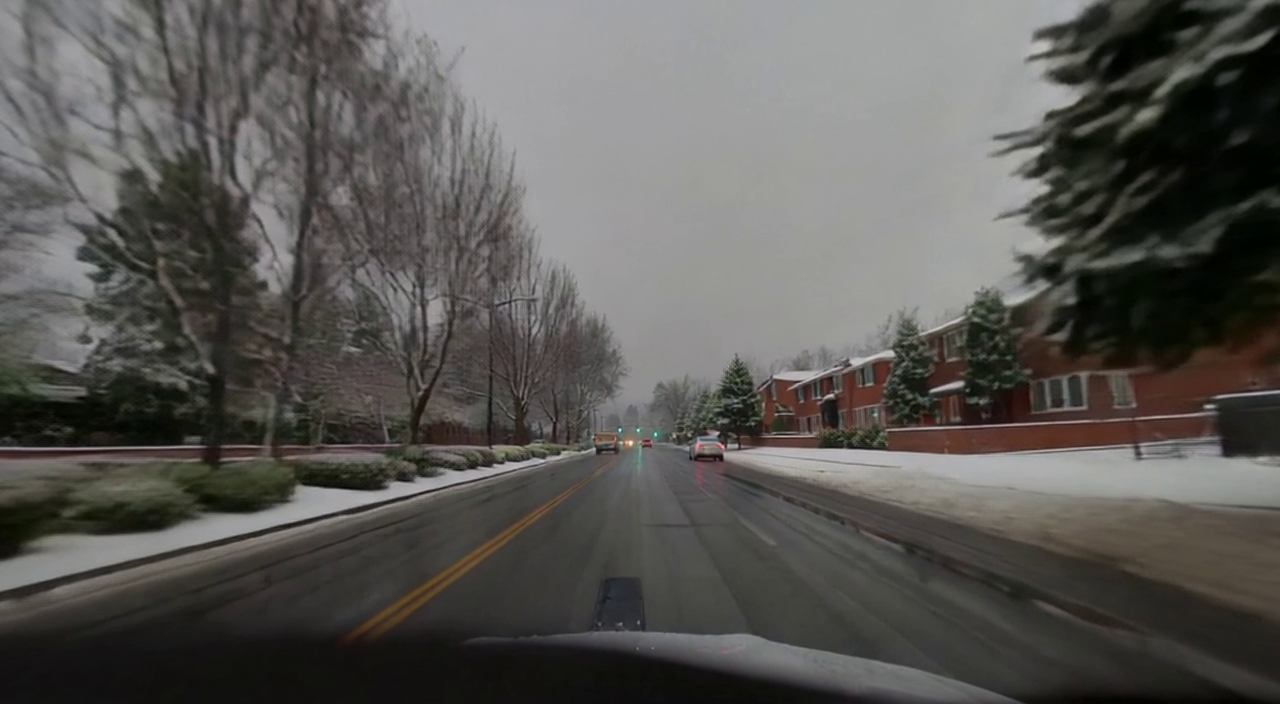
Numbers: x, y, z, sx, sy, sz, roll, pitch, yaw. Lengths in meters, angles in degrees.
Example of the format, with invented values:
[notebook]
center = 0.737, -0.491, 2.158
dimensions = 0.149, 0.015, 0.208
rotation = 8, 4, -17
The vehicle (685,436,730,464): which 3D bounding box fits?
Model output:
[vehicle]
center = 4.075, 6.015, 38.934
dimensions = 2.237, 1.578, 4.621
rotation = 0, -8, -1
